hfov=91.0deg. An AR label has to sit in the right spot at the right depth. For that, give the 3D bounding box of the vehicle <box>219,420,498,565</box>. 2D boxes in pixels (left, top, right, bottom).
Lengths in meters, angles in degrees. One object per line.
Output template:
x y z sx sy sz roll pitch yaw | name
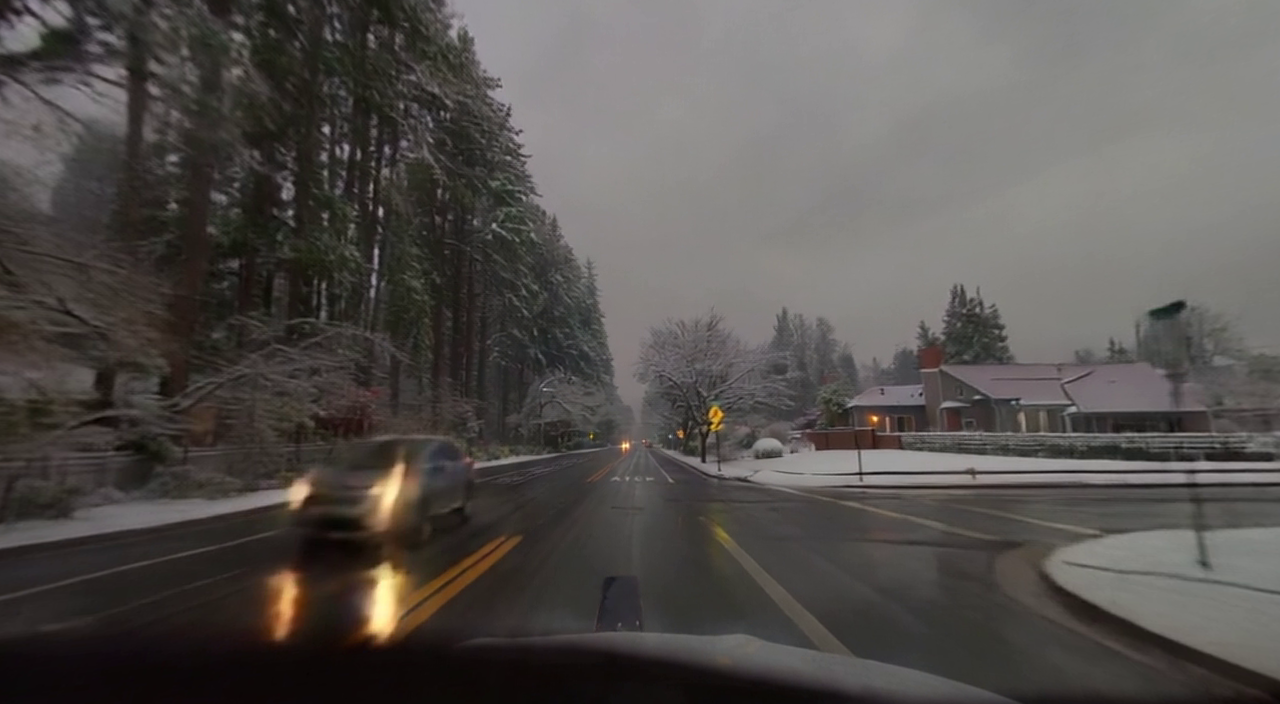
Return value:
-4.043 2.111 10.299 2.267 1.768 4.911 0 -9 0 | vehicle
